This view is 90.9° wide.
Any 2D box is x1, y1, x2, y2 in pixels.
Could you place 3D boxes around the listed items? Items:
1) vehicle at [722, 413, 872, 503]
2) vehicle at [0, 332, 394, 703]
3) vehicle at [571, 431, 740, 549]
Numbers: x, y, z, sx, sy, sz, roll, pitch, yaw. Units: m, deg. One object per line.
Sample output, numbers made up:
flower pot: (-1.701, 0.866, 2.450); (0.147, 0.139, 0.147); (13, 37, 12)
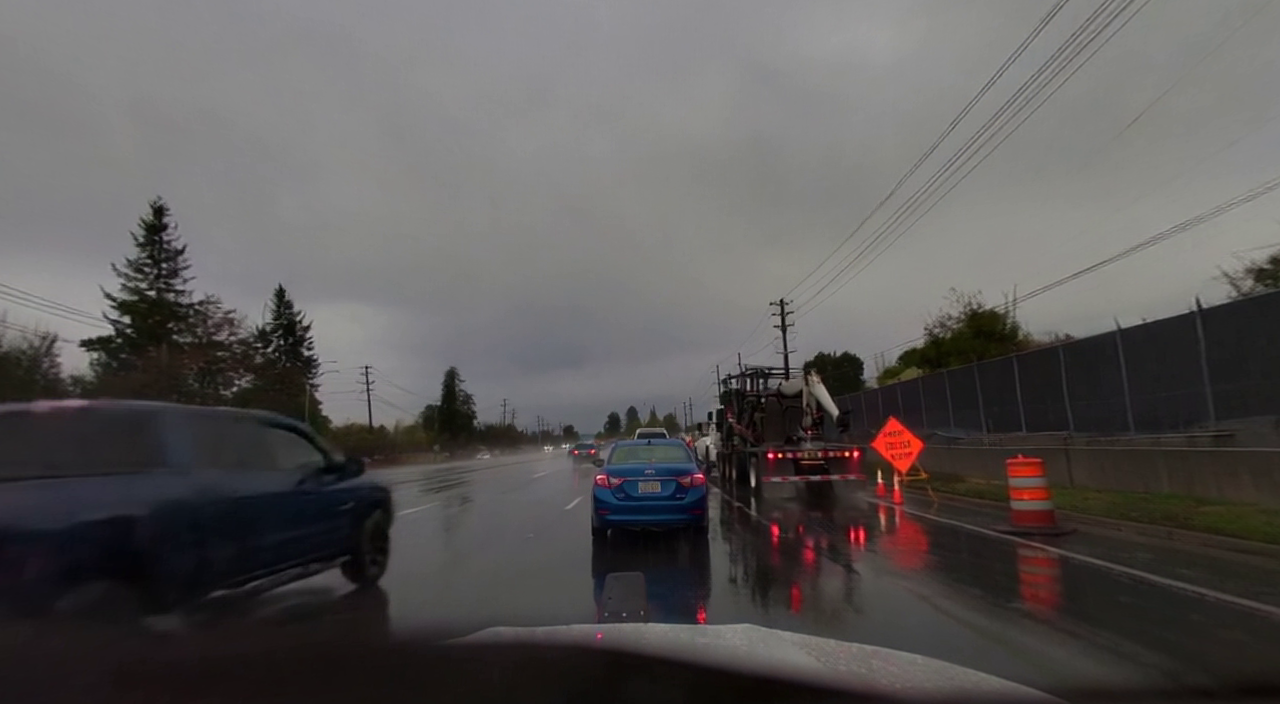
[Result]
vehicle: (3.982, 2.876, 17.497); (2.555, 2.017, 6.201); (0, -8, 0)
vehicle: (-3.300, 1.010, 3.669); (1.989, 1.729, 4.184); (0, -8, 0)
vehicle: (0.212, 2.062, 10.152); (2.128, 1.473, 4.272); (0, -8, 1)
